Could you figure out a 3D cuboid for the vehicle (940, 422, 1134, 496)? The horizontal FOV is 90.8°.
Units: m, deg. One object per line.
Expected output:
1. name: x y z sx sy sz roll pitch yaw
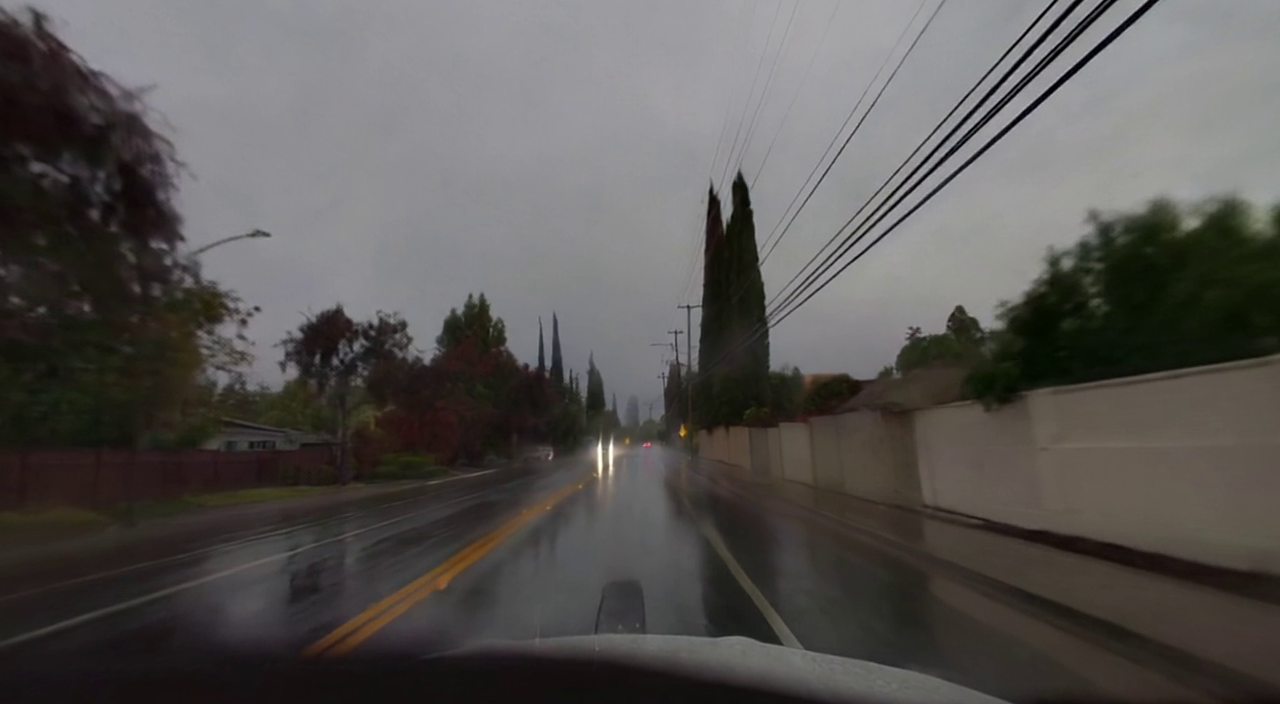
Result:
1. vehicle: 10.778 2.952 17.760 2.194 1.577 4.838 -5 -8 0
